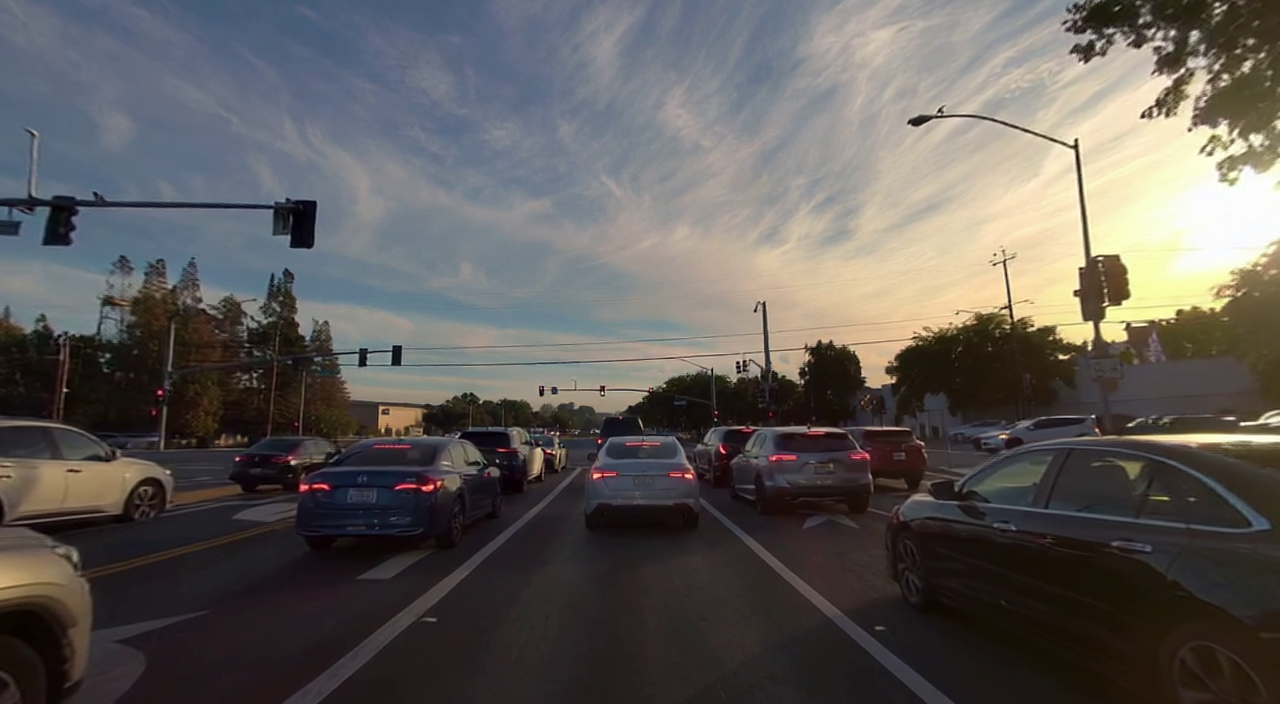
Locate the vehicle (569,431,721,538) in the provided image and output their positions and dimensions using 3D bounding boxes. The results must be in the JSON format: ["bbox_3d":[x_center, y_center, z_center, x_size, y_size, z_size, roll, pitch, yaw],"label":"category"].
[{"bbox_3d":[-0.004,2.090,10.541,2.076,1.438,3.770,0,-8,-2],"label":"vehicle"}]

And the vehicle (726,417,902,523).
[{"bbox_3d":[3.068,2.187,12.146,2.106,1.667,4.101,0,-8,-1],"label":"vehicle"}]

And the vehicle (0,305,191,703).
[{"bbox_3d":[-3.203,0.506,0.706,2.079,1.756,4.676,0,-8,-3],"label":"vehicle"}]

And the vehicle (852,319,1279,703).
[{"bbox_3d":[3.148,0.996,3.855,2.074,1.685,4.387,0,-8,-1],"label":"vehicle"}]

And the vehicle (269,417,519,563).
[{"bbox_3d":[-3.065,1.805,9.008,1.896,1.546,4.378,0,-8,-2],"label":"vehicle"}]
